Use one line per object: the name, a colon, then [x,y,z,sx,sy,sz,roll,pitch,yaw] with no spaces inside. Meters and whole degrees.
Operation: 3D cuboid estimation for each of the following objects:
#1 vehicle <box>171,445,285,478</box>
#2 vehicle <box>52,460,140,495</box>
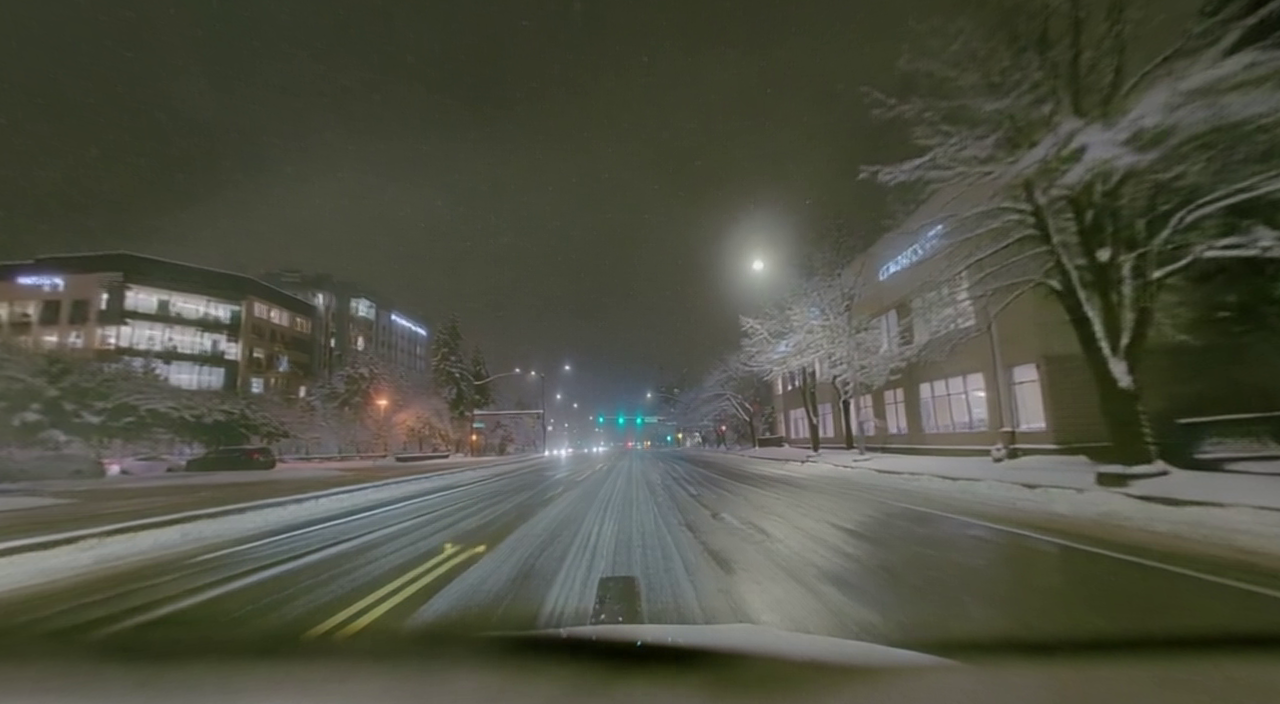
vehicle: [-29.608,7.886,45.593,6.271,2.087,2.748,-2,-10,1]
vehicle: [-26.748,6.109,31.022,4.612,1.474,1.982,-6,-10,34]
